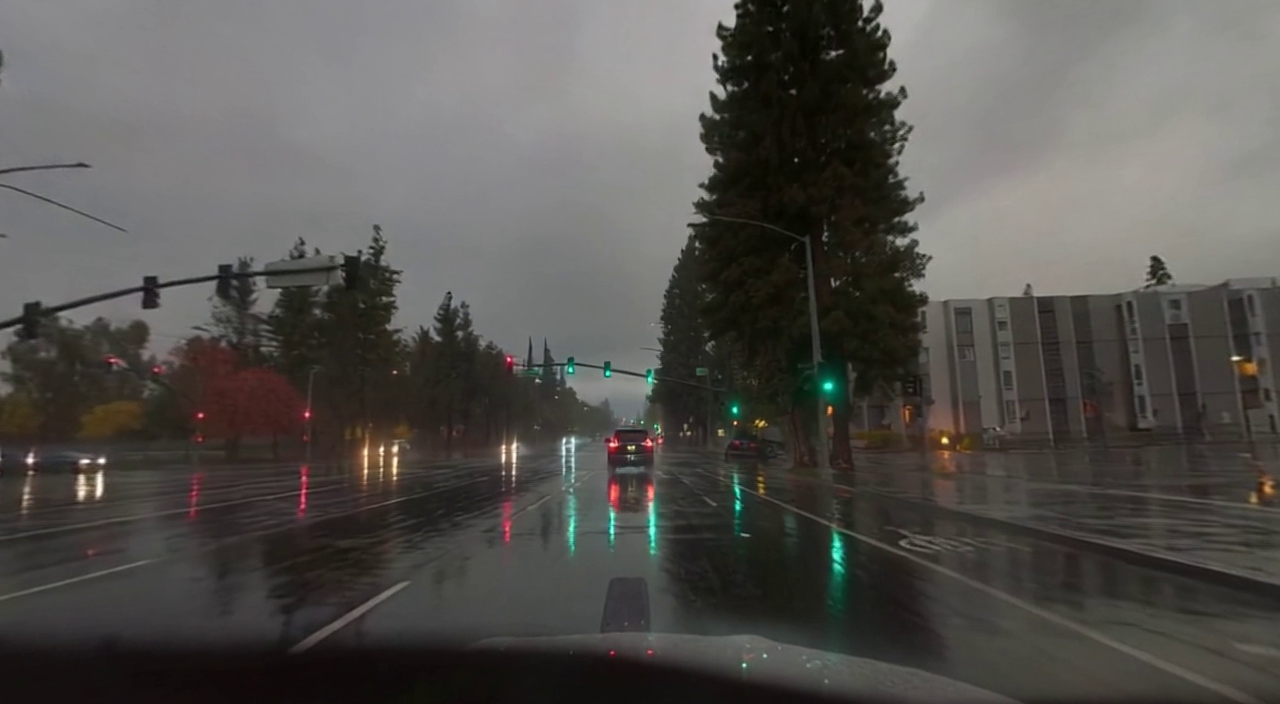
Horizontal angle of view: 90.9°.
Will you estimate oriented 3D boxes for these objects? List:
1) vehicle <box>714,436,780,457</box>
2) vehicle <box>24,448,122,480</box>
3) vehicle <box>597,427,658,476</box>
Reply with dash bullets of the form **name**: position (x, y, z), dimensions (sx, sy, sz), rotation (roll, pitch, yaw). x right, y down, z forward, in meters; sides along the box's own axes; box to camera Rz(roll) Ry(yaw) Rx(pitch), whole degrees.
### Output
- **vehicle**: position (8.028, 7.090, 47.432), dimensions (4.465, 1.506, 2.028), rotation (-4, -9, 24)
- **vehicle**: position (-29.100, 5.711, 32.352), dimensions (4.504, 1.524, 2.226), rotation (-5, -10, 28)
- **vehicle**: position (-0.464, 3.869, 24.656), dimensions (2.169, 1.751, 4.276), rotation (0, -8, -1)
